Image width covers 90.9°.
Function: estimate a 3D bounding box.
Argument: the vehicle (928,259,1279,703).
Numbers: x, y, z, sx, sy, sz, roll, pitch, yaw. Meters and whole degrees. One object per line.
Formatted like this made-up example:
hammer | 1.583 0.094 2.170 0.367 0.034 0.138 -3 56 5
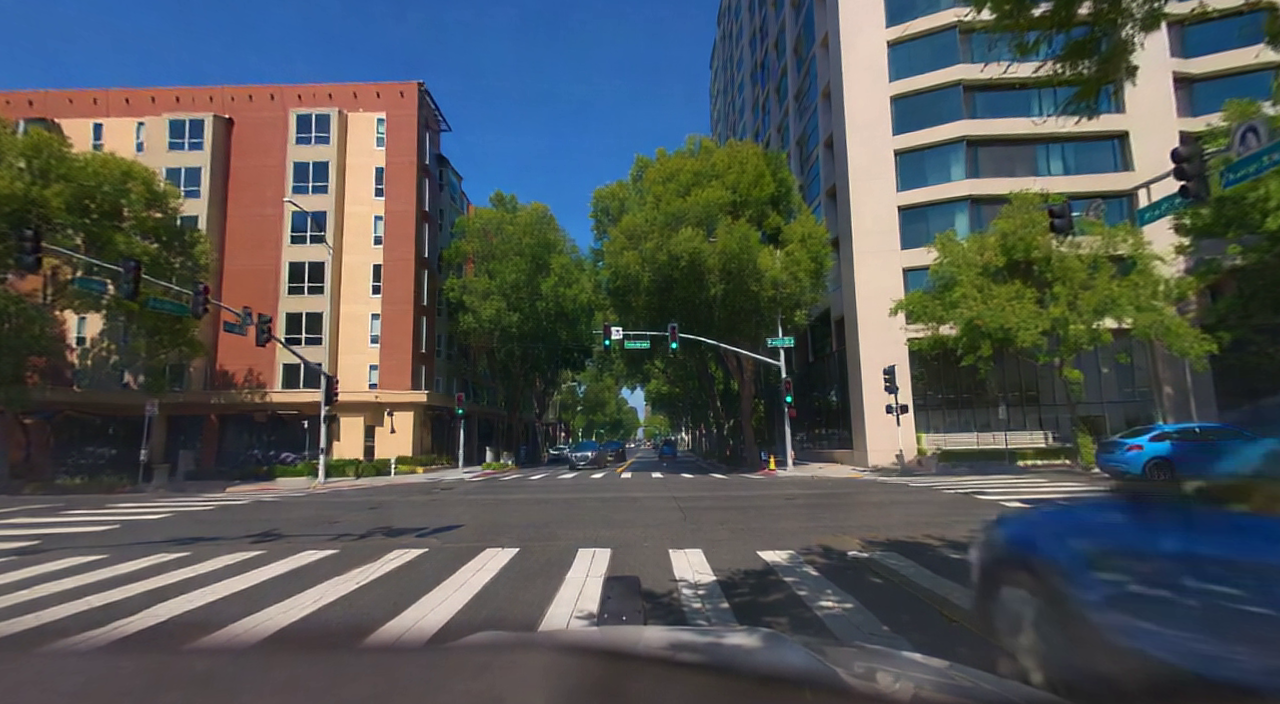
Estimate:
vehicle | 2.966 0.595 1.410 2.301 1.816 4.871 0 -8 0
